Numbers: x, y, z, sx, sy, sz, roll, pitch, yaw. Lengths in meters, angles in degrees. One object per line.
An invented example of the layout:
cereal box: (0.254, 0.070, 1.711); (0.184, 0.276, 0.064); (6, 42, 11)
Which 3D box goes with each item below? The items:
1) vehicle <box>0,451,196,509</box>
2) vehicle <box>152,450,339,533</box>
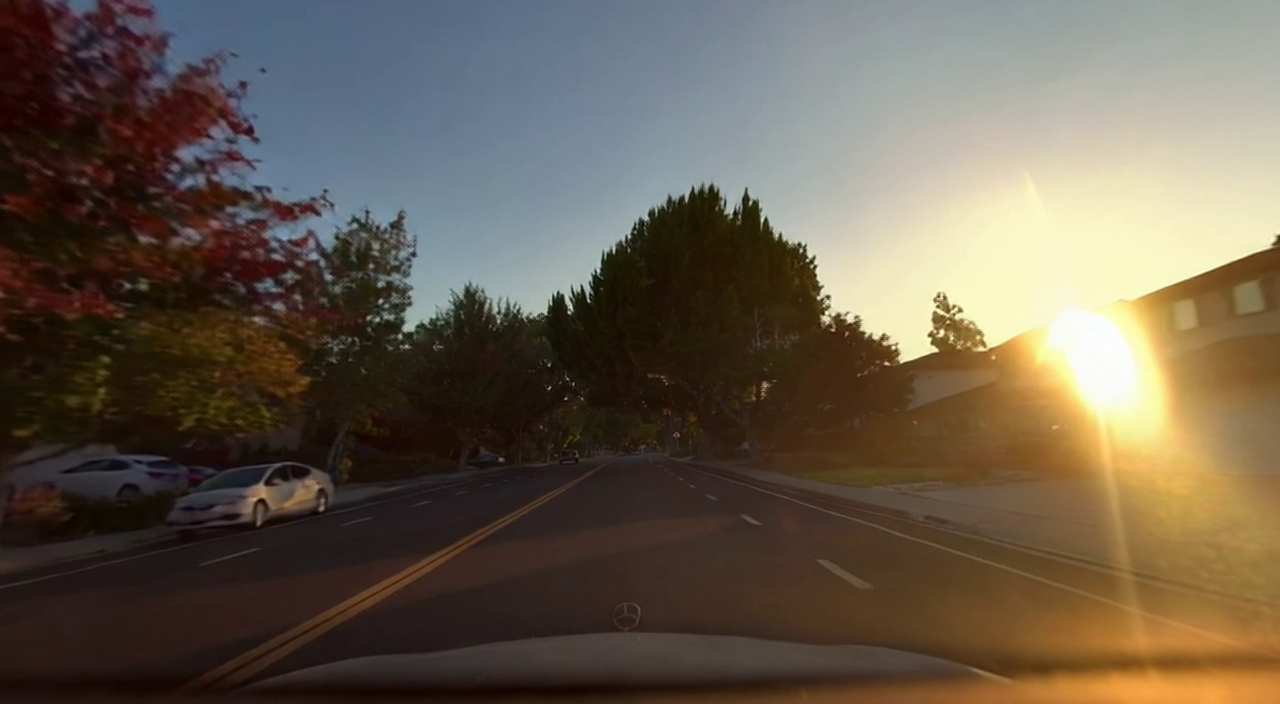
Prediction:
vehicle: (-19.527, 4.598, 23.002); (4.802, 1.868, 2.395); (0, -8, -2)
vehicle: (-9.625, 3.364, 15.944); (1.931, 1.465, 4.683); (-5, -7, -3)
